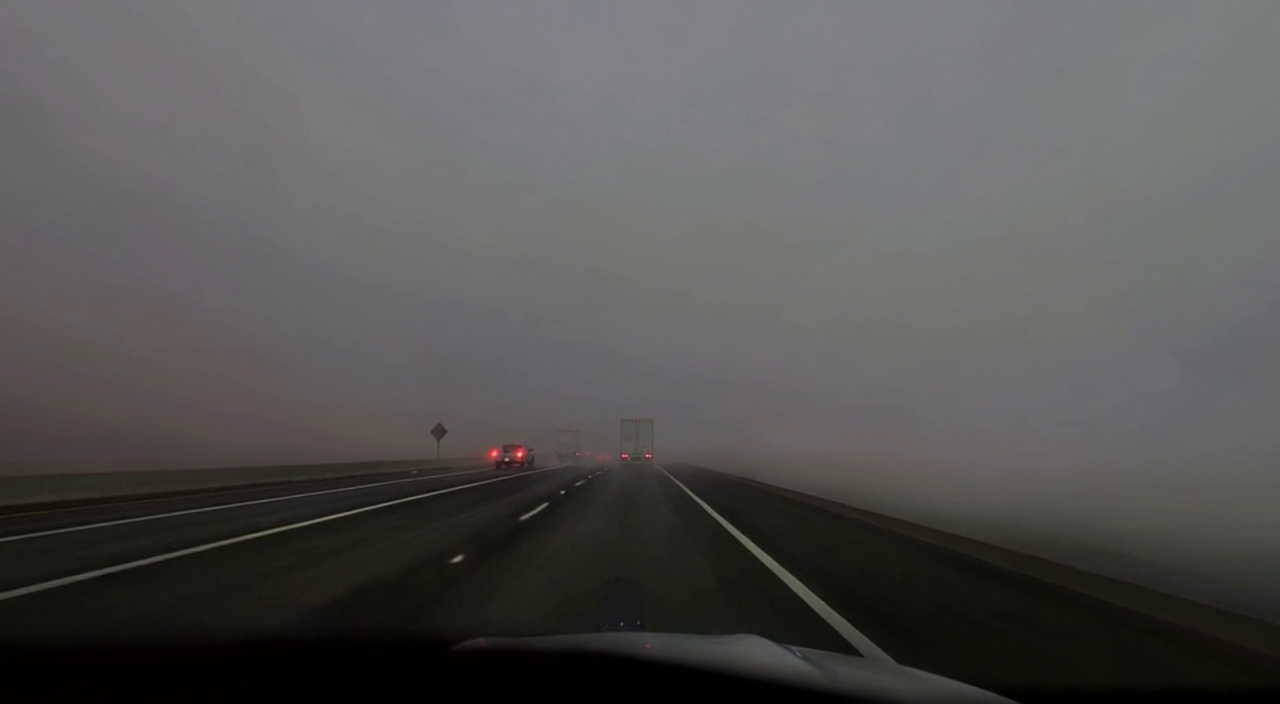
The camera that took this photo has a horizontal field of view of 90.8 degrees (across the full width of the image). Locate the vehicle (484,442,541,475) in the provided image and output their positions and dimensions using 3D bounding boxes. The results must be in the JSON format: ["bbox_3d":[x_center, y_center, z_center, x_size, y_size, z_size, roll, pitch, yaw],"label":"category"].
[{"bbox_3d":[-6.964,5.888,34.994,2.067,1.676,4.789,0,-9,1],"label":"vehicle"}]
